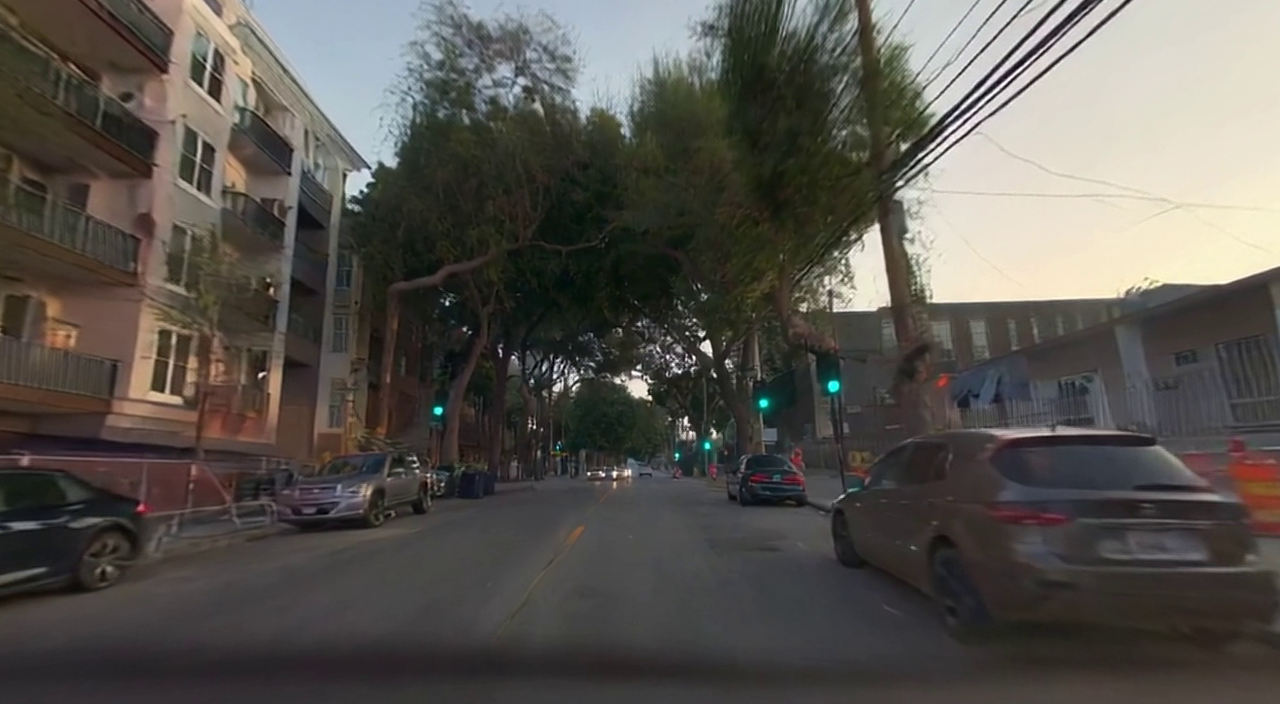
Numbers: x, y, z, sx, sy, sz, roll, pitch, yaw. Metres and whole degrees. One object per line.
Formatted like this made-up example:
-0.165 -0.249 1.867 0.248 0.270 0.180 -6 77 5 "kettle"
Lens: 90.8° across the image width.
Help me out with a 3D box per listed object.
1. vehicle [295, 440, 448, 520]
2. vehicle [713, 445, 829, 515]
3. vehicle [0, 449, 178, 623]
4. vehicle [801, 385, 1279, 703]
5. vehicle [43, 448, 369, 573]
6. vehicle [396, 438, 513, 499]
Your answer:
-6.565 3.128 16.075 1.953 1.729 4.305 0 -8 0 "vehicle"
3.127 3.141 16.068 1.953 1.503 4.137 0 -8 -2 "vehicle"
-6.409 1.561 5.301 1.968 1.450 4.271 0 -8 -3 "vehicle"
3.295 1.416 5.930 2.141 1.737 5.009 0 -8 -1 "vehicle"
-6.366 2.312 10.210 1.919 1.475 4.833 0 -8 -1 "vehicle"
-6.374 4.074 22.640 2.279 1.873 5.912 0 -8 1 "vehicle"
